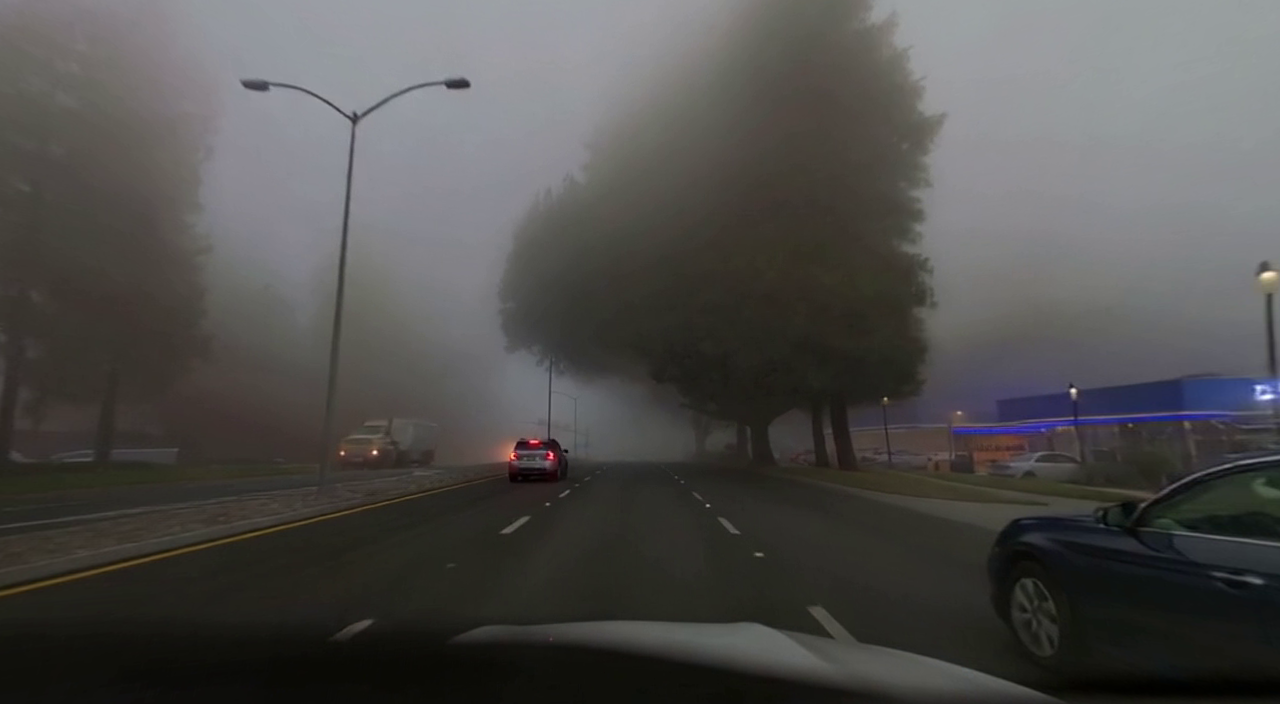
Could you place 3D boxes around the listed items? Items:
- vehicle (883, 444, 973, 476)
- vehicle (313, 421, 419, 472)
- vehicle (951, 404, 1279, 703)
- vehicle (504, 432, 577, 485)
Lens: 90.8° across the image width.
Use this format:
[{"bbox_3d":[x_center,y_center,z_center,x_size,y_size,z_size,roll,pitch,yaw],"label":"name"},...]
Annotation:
[{"bbox_3d":[16.864,6.354,37.179,4.318,1.733,1.901,-1,-9,-1],"label":"vehicle"},{"bbox_3d":[-20.402,7.181,48.110,3.171,3.397,10.694,0,-9,1],"label":"vehicle"},{"bbox_3d":[3.375,0.950,2.359,1.975,1.502,4.787,0,-9,0],"label":"vehicle"},{"bbox_3d":[-3.634,3.979,23.889,1.997,1.806,4.500,0,-9,1],"label":"vehicle"}]
